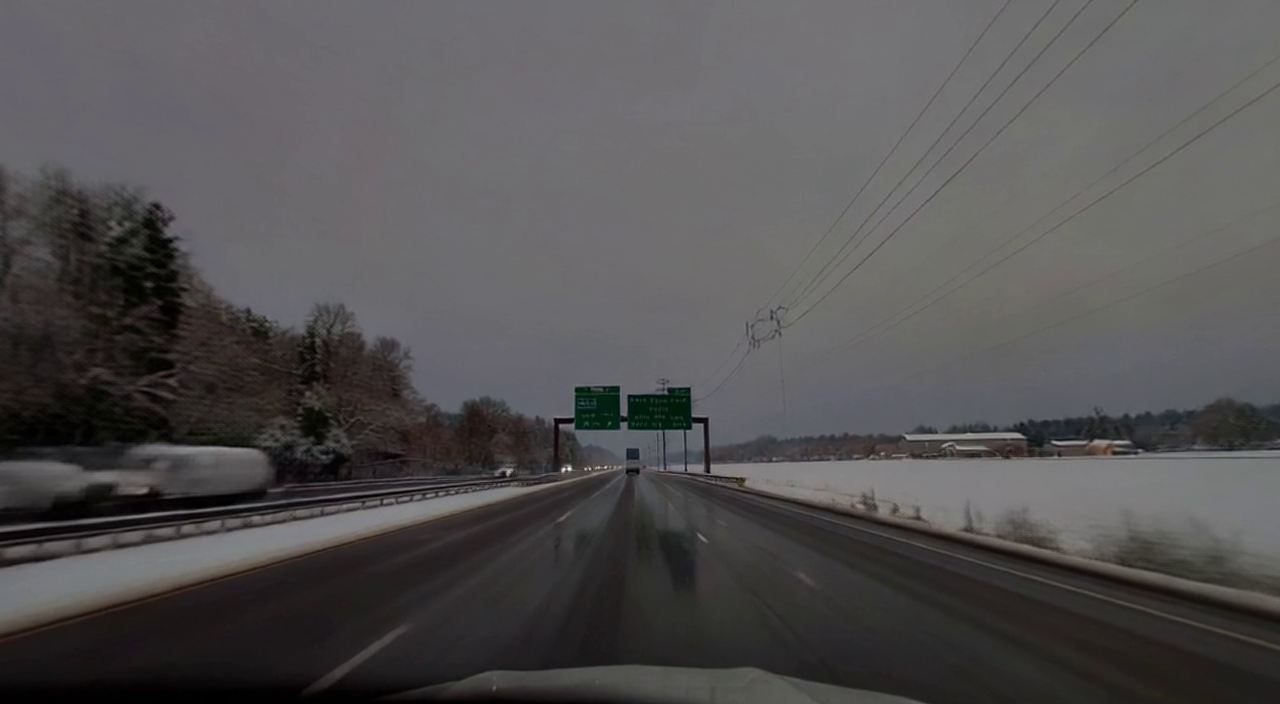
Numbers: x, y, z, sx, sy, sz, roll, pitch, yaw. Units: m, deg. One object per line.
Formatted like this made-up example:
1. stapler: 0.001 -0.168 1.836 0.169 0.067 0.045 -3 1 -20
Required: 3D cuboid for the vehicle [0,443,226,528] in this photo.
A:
1. vehicle: -12.270 3.048 14.734 2.033 1.649 4.579 1 -10 0
